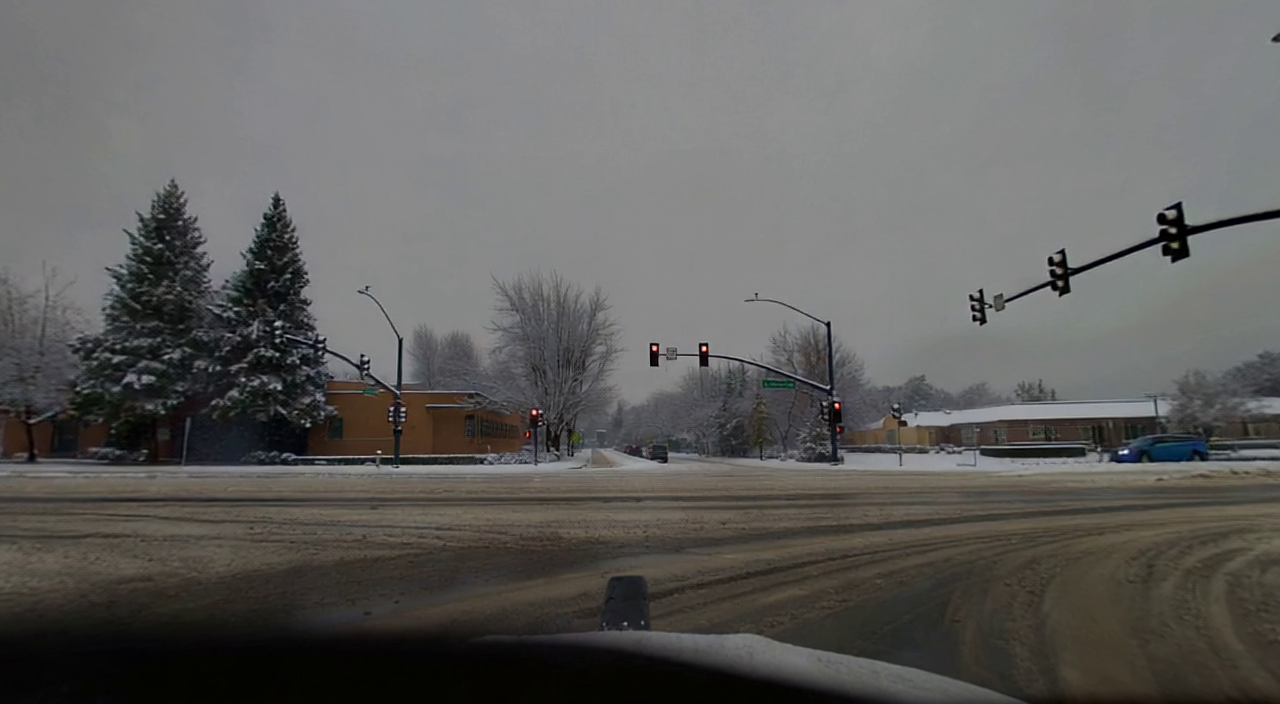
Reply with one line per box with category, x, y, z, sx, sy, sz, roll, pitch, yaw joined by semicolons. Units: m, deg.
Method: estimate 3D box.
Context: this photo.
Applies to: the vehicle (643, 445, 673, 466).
vehicle;1.282;7.615;46.462;2.132;1.449;4.235;0;-9;0
